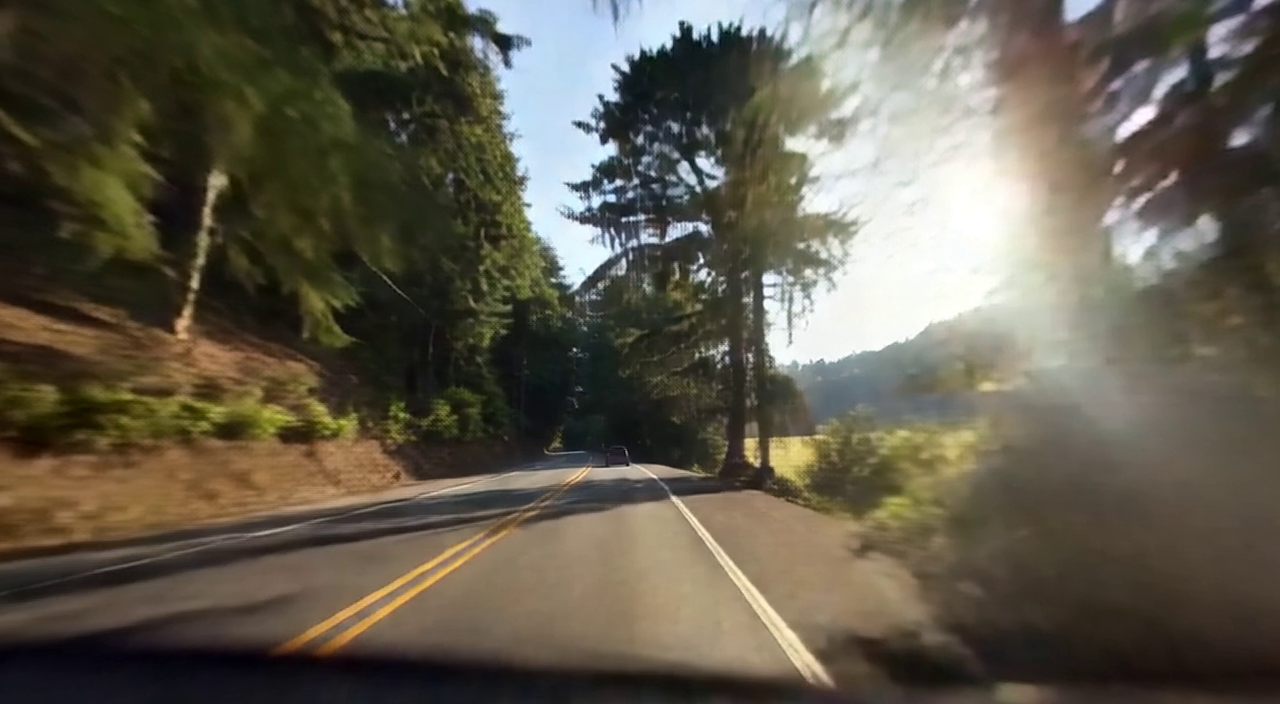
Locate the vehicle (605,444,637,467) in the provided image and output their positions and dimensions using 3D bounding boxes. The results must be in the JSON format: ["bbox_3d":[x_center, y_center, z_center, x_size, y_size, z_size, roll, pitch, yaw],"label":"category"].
[{"bbox_3d":[-1.269,6.845,41.916,2.042,1.489,3.963,1,-9,-2],"label":"vehicle"}]
